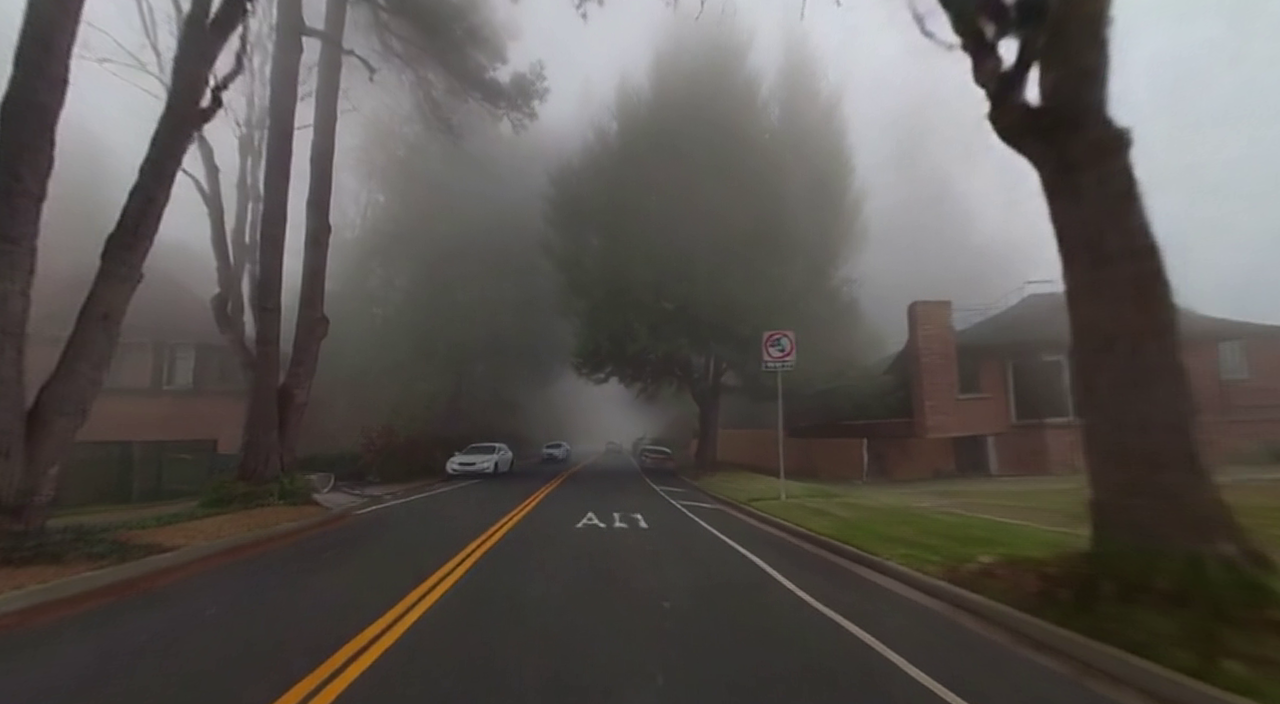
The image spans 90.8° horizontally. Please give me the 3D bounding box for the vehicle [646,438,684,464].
[{"bbox_3d":[1.758,7.211,46.463,1.937,1.752,4.574,2,-8,-8],"label":"vehicle"}]
